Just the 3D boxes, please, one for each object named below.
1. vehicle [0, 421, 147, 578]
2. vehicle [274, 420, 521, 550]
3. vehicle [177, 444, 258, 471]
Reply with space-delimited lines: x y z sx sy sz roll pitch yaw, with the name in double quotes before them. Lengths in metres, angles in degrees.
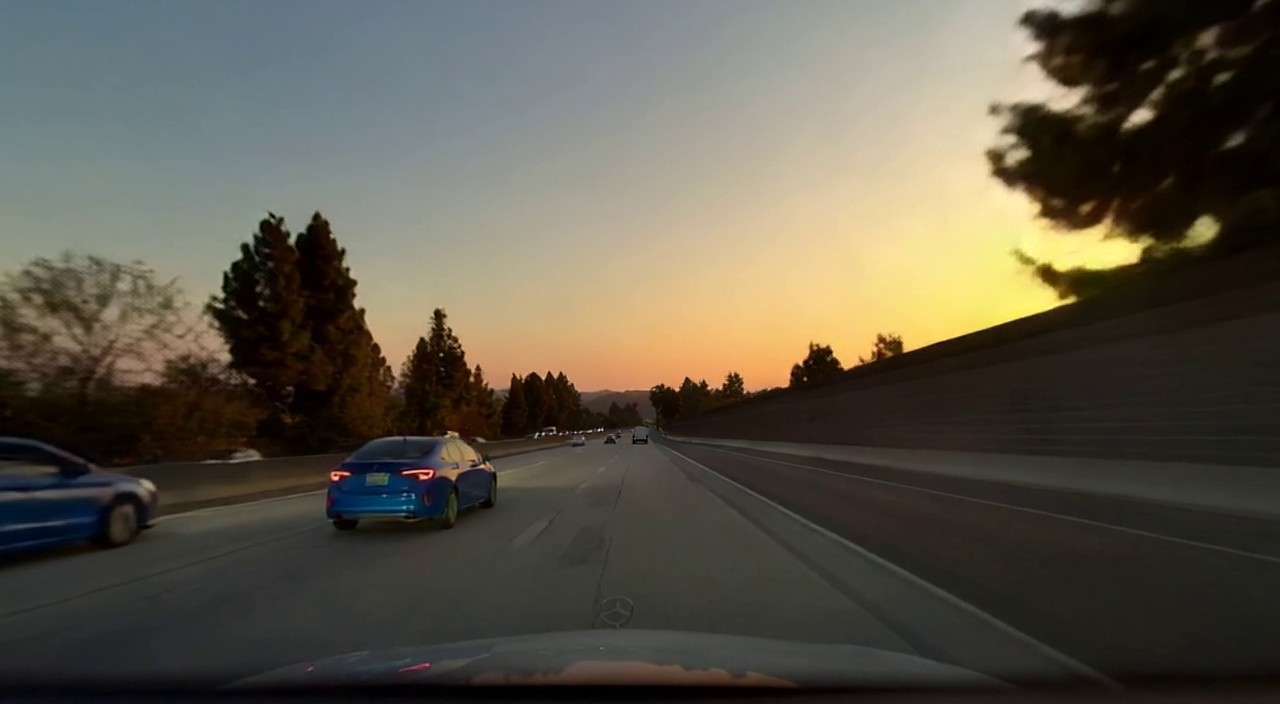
"vehicle" -7.190 1.356 5.563 2.084 1.494 4.404 0 -8 0
"vehicle" -3.218 1.821 9.352 2.079 1.500 3.881 0 -8 1
"vehicle" -25.437 6.339 38.069 1.834 1.504 4.325 0 -8 2
